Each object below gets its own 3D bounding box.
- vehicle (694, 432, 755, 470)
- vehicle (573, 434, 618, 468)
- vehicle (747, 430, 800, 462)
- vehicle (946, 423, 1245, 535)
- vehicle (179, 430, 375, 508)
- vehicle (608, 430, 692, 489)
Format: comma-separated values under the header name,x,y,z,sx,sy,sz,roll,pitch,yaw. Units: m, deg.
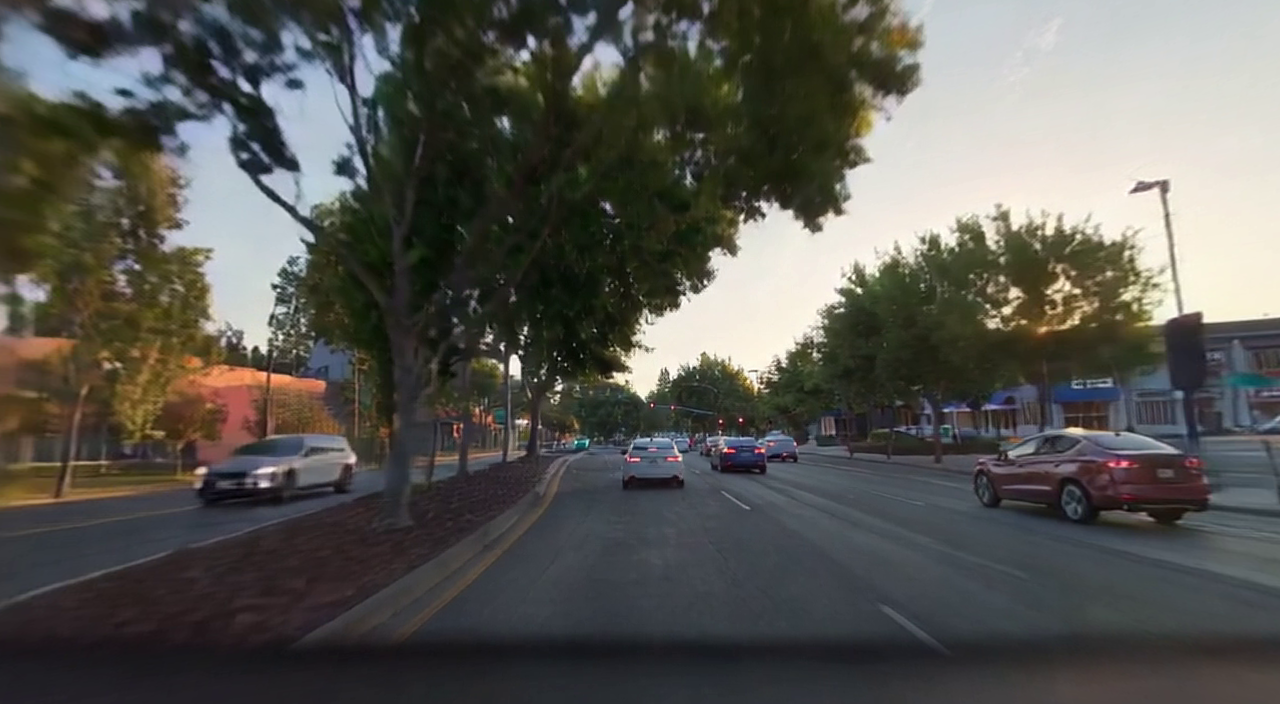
name,x,y,z,sx,sy,sz,roll,pitch,yaw
vehicle,3.592,4.304,27.562,1.988,1.528,4.144,0,-8,-1
vehicle,-2.115,4.623,29.571,1.938,1.472,4.399,1,-8,-4
vehicle,7.588,5.399,36.188,2.044,1.701,4.397,0,-8,0
vehicle,7.326,2.064,10.889,1.892,1.515,4.400,0,-8,0
vehicle,-8.468,2.755,15.317,2.044,1.610,4.463,0,-8,1
vehicle,0.283,3.006,17.843,2.096,1.473,3.893,0,-8,1
